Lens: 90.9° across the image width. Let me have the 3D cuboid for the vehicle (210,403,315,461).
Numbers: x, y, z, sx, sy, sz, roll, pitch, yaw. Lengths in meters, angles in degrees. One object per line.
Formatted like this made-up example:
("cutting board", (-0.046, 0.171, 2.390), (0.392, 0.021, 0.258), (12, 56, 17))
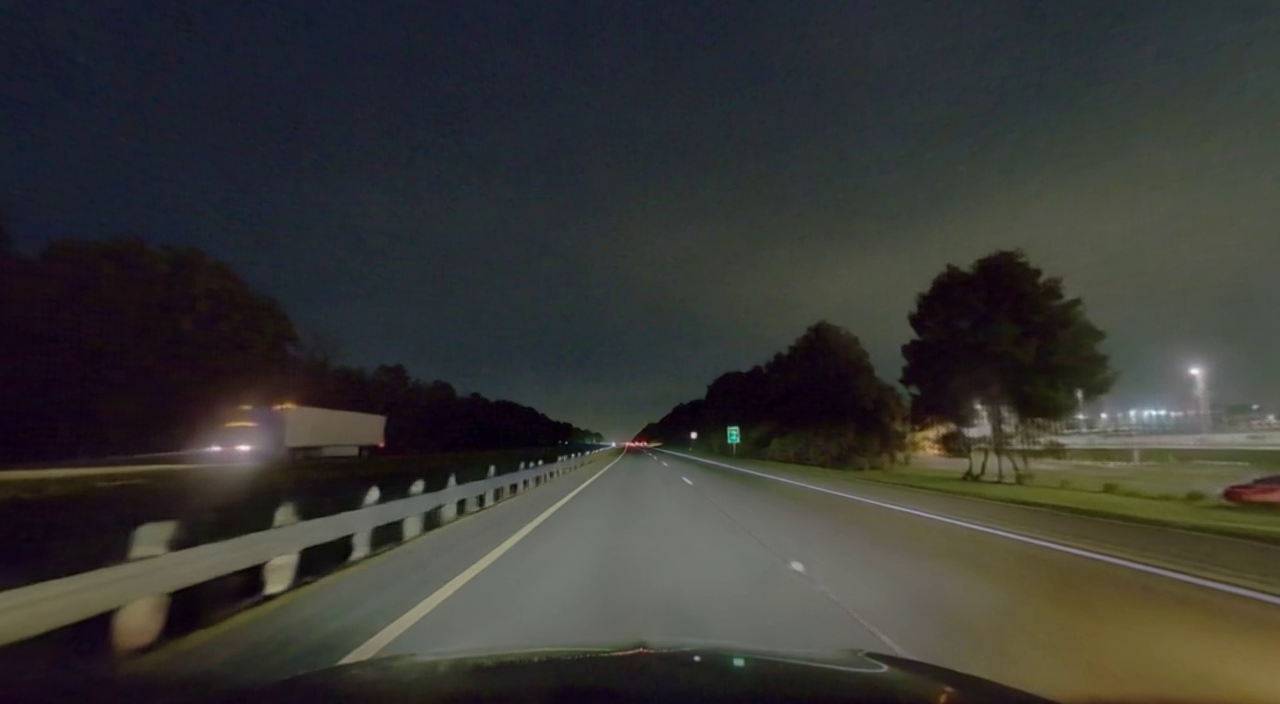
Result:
("vehicle", (-28.620, 6.191, 48.414), (3.009, 4.008, 8.149), (0, -8, -1))
